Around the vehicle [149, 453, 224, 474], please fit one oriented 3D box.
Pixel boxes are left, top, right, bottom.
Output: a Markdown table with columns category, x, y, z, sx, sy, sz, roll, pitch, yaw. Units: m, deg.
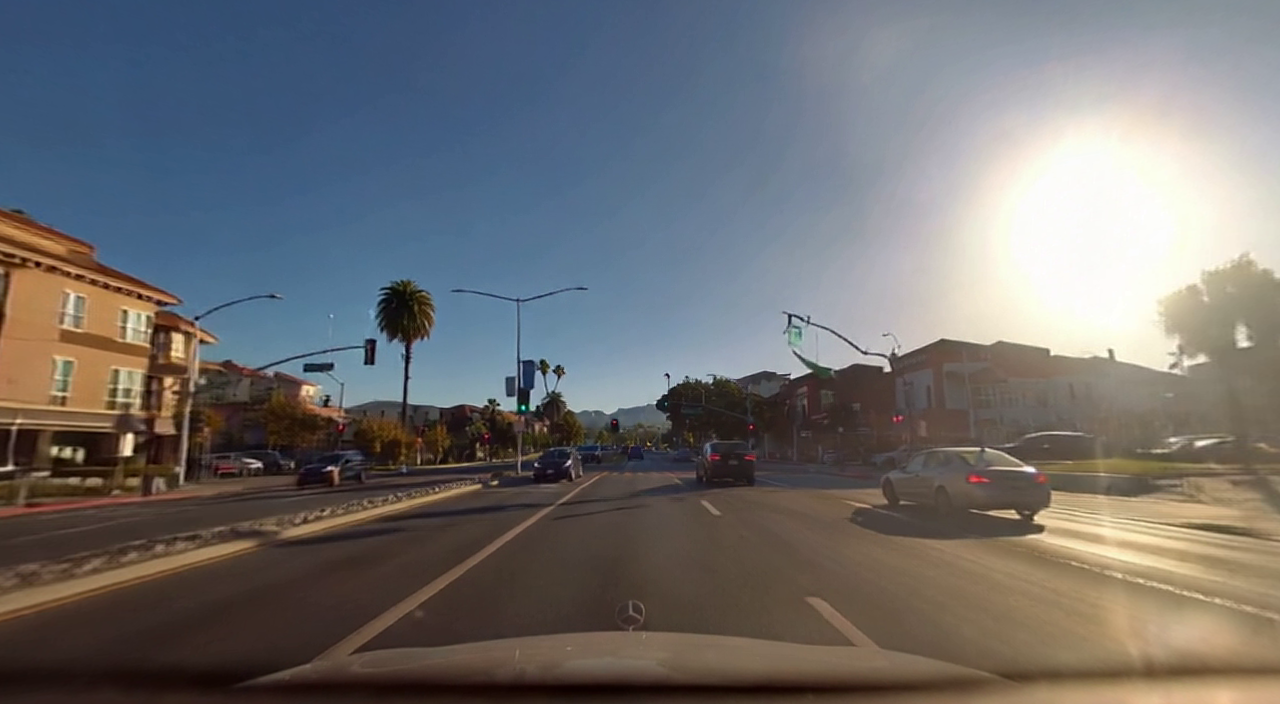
| category | x | y | z | sx | sy | sz | roll | pitch | yaw |
| --- | --- | --- | --- | --- | --- | --- | --- | --- | --- |
| vehicle | -34.097 | 8.376 | 47.452 | 4.268 | 1.476 | 1.802 | 0 | -9 | 0 |

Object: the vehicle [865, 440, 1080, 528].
| category | x | y | z | sx | sy | sz | roll | pitch | yaw |
| --- | --- | --- | --- | --- | --- | --- | --- | --- | --- |
| vehicle | 6.482 | 2.597 | 13.035 | 1.890 | 1.471 | 4.566 | 0 | -9 | -1 |

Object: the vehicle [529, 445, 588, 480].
| category | x | y | z | sx | sy | sz | roll | pitch | yaw |
| --- | --- | --- | --- | --- | --- | --- | --- | --- | --- |
| vehicle | -3.715 | 5.115 | 29.473 | 2.037 | 1.472 | 4.152 | 0 | -9 | 3 |

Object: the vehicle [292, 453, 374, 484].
| category | x | y | z | sx | sy | sz | roll | pitch | yaw |
| --- | --- | --- | --- | --- | --- | --- | --- | --- | --- |
| vehicle | -15.647 | 5.932 | 32.400 | 1.902 | 1.466 | 4.463 | 0 | -9 | 0 |

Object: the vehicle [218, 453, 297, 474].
| category | x | y | z | sx | sy | sz | roll | pitch | yaw |
| --- | --- | --- | --- | --- | --- | --- | --- | --- | --- |
| vehicle | -28.650 | 8.341 | 47.271 | 4.579 | 1.504 | 1.942 | 0 | -9 | -1 |

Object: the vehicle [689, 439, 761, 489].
| category | x | y | z | sx | sy | sz | roll | pitch | yaw |
| --- | --- | --- | --- | --- | --- | --- | --- | --- | --- |
| vehicle | 3.011 | 4.061 | 23.183 | 2.009 | 1.639 | 4.267 | 0 | -9 | -1 |
